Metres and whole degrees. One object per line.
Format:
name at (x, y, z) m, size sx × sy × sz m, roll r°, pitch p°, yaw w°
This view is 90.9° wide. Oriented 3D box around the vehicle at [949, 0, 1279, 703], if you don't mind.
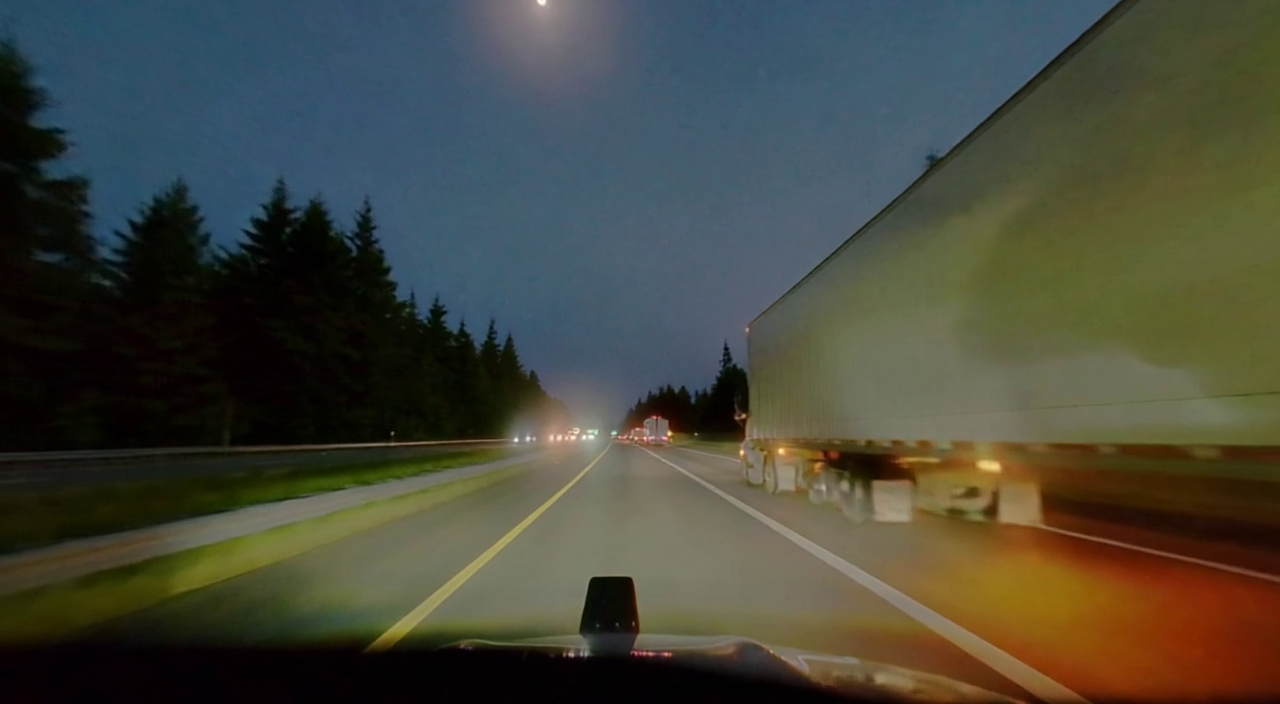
vehicle at (4.334, -0.433, 1.327) m, size 2.861 × 3.991 × 8.583 m, roll 0°, pitch -8°, yaw -1°
